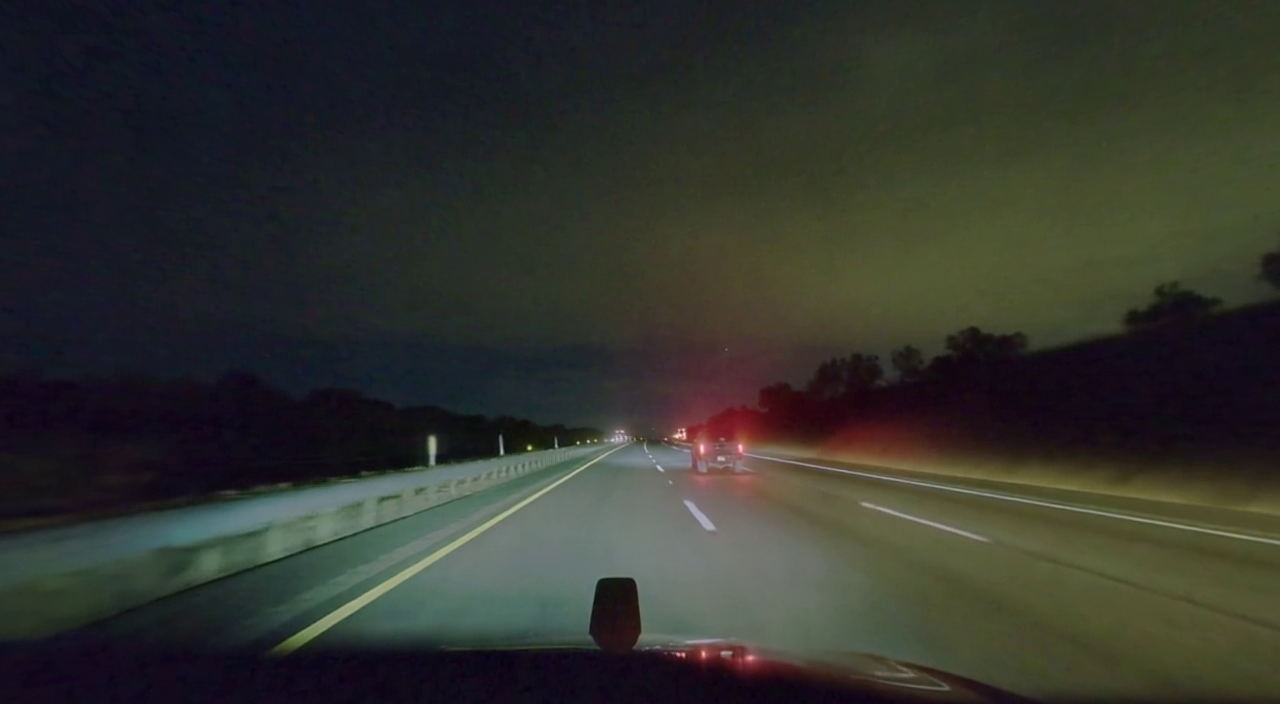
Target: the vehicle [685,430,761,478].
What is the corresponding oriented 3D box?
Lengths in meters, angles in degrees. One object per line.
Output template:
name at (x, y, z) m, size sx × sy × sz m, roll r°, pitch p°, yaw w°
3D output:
vehicle at (2.943, 3.712, 23.274) m, size 2.084 × 1.583 × 4.420 m, roll 0°, pitch -8°, yaw -1°
